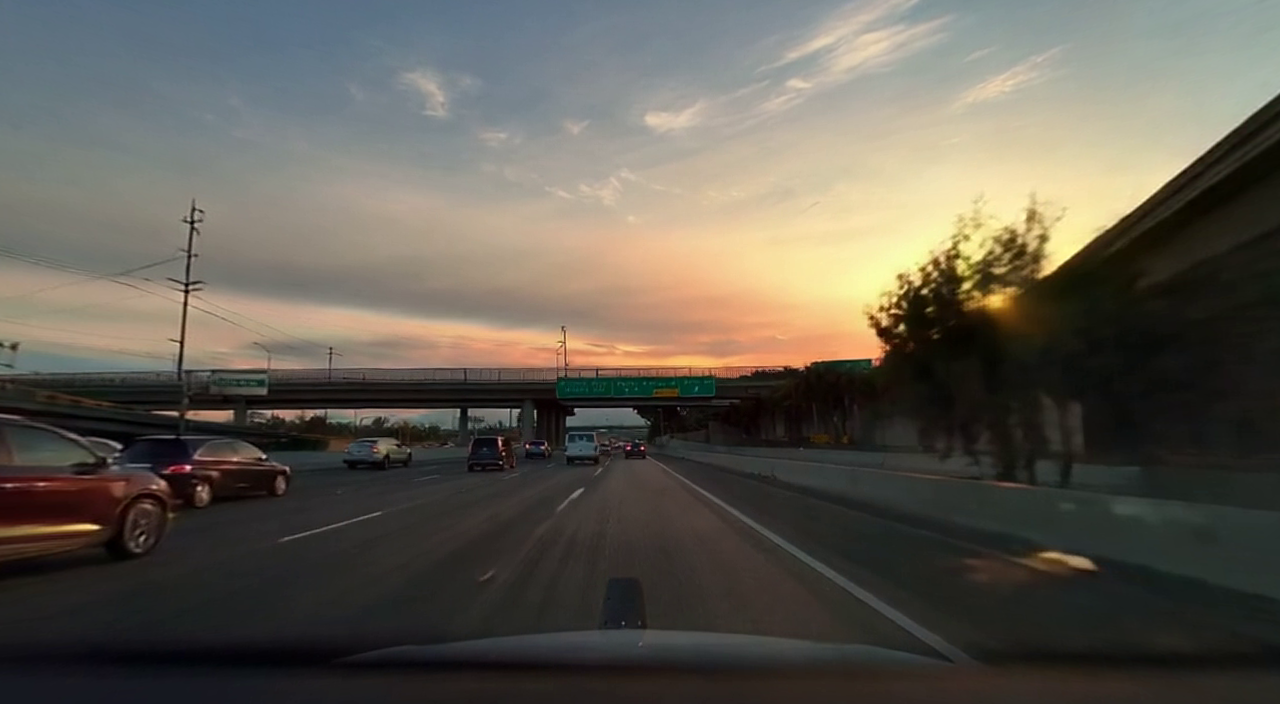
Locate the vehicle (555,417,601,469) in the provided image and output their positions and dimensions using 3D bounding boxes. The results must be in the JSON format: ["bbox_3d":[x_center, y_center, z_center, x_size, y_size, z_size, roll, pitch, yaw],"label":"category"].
[{"bbox_3d":[-3.638,5.517,38.118,2.301,2.843,6.458,0,-8,-1],"label":"vehicle"}]

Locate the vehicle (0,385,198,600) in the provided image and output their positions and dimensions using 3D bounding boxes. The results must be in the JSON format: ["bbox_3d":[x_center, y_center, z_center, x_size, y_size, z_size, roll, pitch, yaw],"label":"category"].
[{"bbox_3d":[-6.583,1.095,4.658,2.355,1.805,5.938,0,-8,-1],"label":"vehicle"}]

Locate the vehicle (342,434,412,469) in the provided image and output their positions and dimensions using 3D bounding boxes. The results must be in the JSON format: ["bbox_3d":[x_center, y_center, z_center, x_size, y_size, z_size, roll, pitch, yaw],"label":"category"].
[{"bbox_3d":[-17.235,6.544,41.460,2.258,2.139,5.495,0,-8,-1],"label":"vehicle"}]

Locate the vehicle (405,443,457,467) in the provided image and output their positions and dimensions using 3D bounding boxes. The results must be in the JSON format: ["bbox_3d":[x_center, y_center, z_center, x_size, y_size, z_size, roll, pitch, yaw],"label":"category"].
[{"bbox_3d":[-13.764,6.808,41.582,1.899,1.485,4.368,0,-8,0],"label":"vehicle"}]

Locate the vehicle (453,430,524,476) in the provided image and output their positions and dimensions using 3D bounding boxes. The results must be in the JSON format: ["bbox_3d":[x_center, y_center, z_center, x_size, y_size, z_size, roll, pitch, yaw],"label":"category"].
[{"bbox_3d":[-7.003,4.732,29.561,2.179,1.948,4.618,0,-8,0],"label":"vehicle"}]
